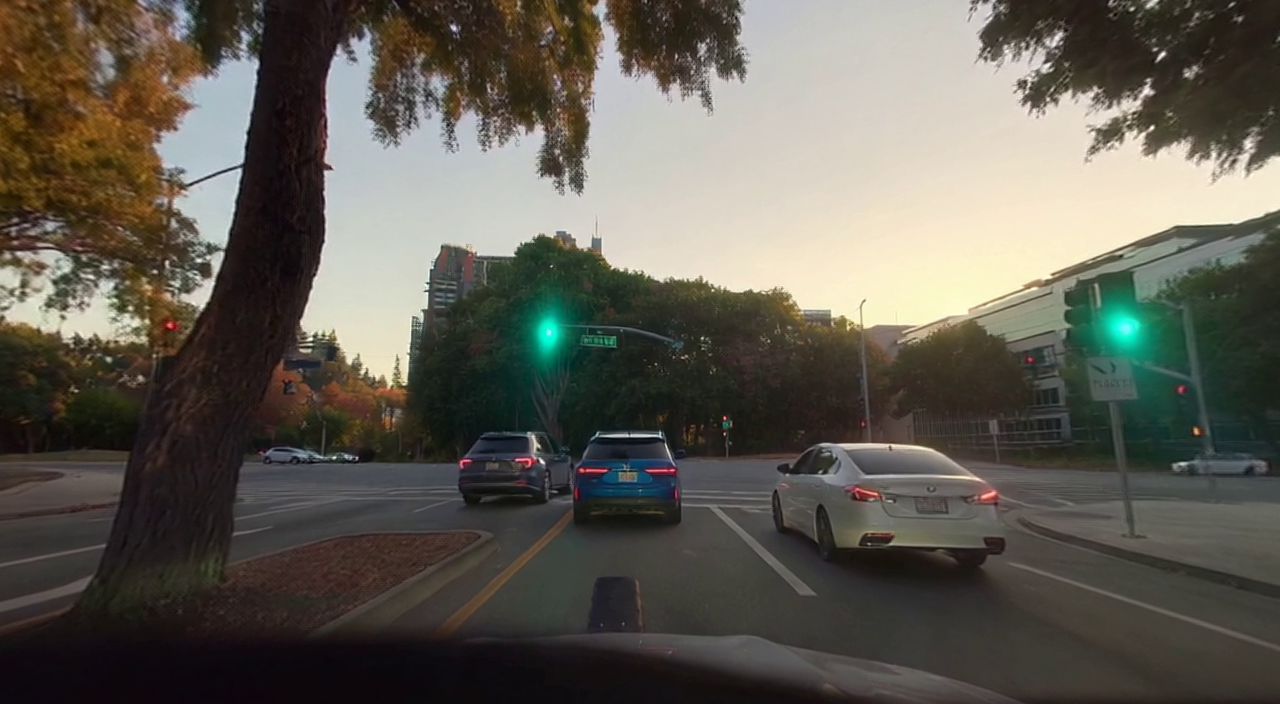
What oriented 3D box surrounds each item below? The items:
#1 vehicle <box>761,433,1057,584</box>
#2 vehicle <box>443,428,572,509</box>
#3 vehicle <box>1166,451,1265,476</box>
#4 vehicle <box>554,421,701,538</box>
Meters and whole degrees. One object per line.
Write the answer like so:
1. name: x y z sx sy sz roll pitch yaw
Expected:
1. vehicle: 3.081 1.877 8.483 2.056 1.468 4.520 0 -8 1
2. vehicle: -2.944 2.689 14.922 1.987 1.633 4.005 0 -8 3
3. vehicle: 40.424 7.826 44.205 4.705 1.631 2.053 -1 -8 5
4. vehicle: -0.171 2.151 11.206 2.108 1.654 4.235 0 -8 0
